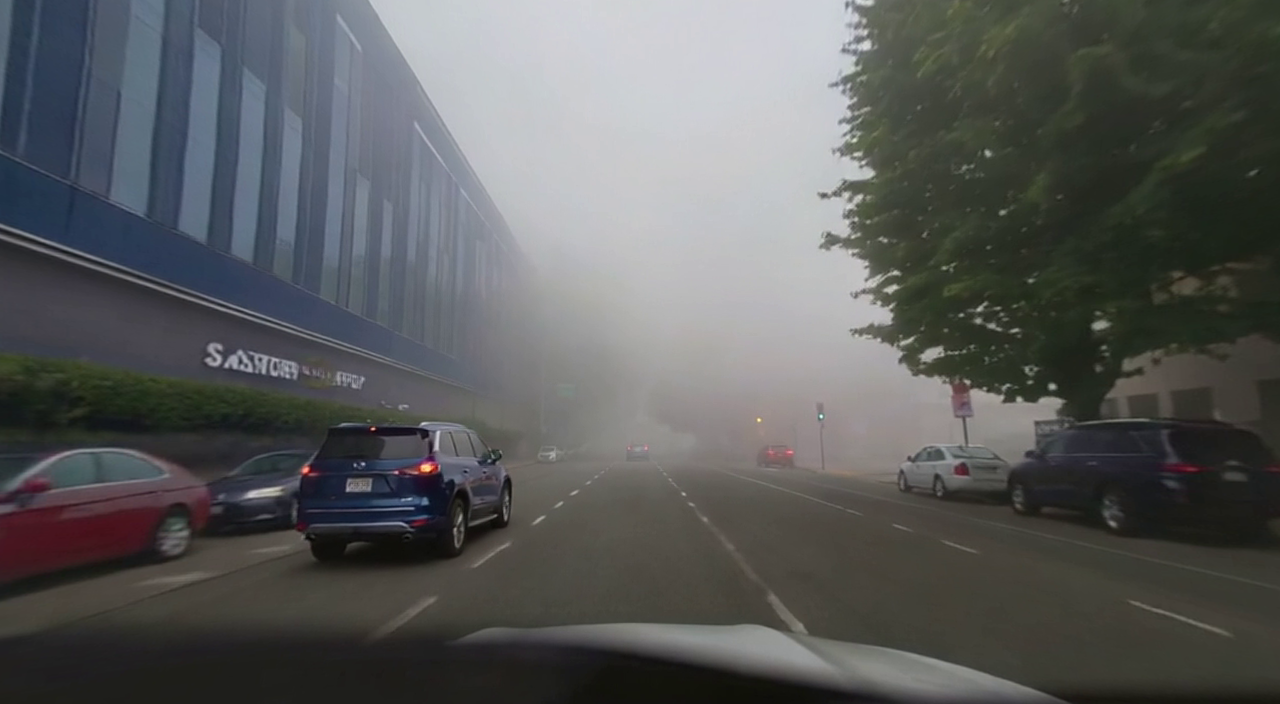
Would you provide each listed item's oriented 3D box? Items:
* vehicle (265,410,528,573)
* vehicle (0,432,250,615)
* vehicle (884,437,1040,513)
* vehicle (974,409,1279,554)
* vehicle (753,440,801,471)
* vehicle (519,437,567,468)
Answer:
[{"bbox_3d":[-3.049,1.843,9.143,2.002,1.756,4.366,-1,-8,1],"label":"vehicle"},{"bbox_3d":[-6.815,1.725,6.874,2.071,1.631,4.936,0,-8,-1],"label":"vehicle"},{"bbox_3d":[8.981,3.404,18.142,2.005,1.726,4.658,5,-8,-1],"label":"vehicle"},{"bbox_3d":[9.207,2.322,12.246,2.249,2.117,5.743,0,-8,0],"label":"vehicle"},{"bbox_3d":[9.260,7.025,43.128,2.129,1.929,5.537,-1,-8,1],"label":"vehicle"},{"bbox_3d":[-6.771,7.100,44.819,2.290,2.012,5.654,-1,-8,2],"label":"vehicle"}]
